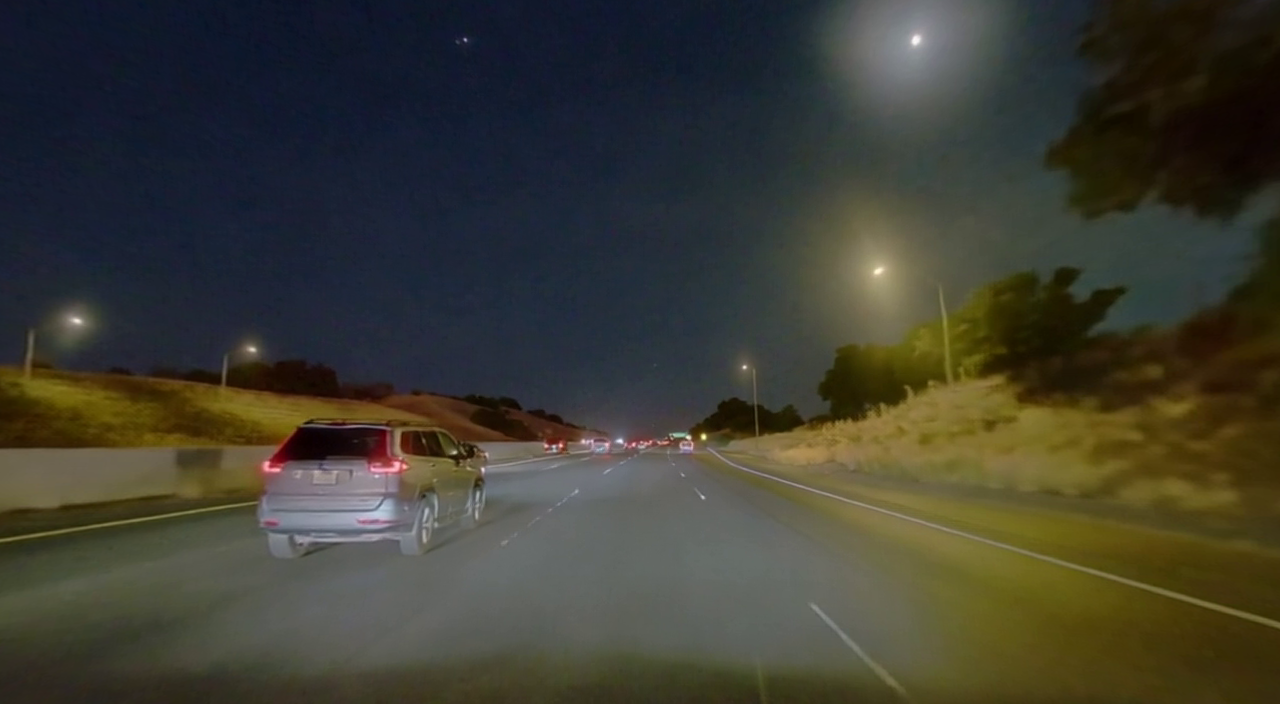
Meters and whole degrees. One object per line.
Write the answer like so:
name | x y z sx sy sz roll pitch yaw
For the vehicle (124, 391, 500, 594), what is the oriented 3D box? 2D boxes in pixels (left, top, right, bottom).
vehicle | -3.564 1.649 8.271 2.218 1.848 4.789 0 -9 2
